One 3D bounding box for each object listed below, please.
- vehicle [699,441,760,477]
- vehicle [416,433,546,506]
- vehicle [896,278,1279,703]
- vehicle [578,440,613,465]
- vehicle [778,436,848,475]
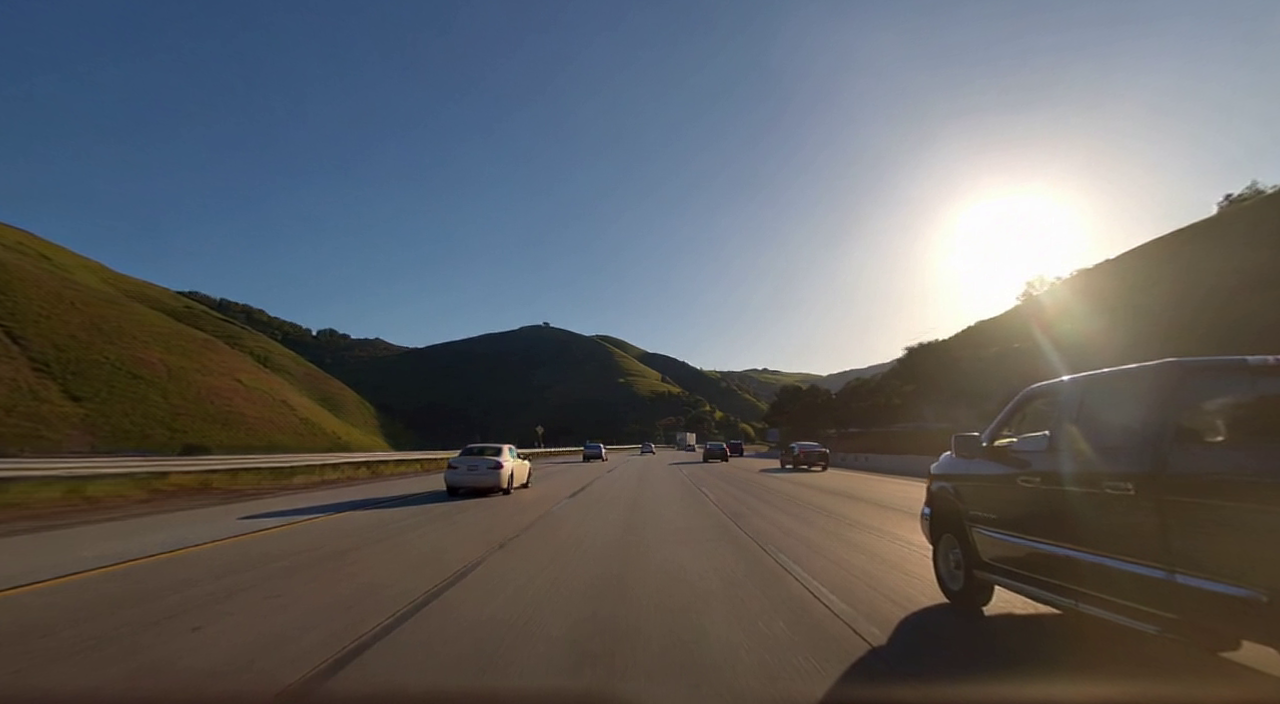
[{"bbox_3d":[3.949,4.782,28.553,2.046,1.471,4.333,0,-8,-1],"label":"vehicle"},{"bbox_3d":[-3.932,2.991,16.540,2.113,1.636,4.494,-1,-8,2],"label":"vehicle"},{"bbox_3d":[3.401,0.823,3.147,2.098,1.925,5.171,0,-8,1],"label":"vehicle"},{"bbox_3d":[-3.065,7.030,44.337,2.021,1.679,4.310,-1,-8,2],"label":"vehicle"},{"bbox_3d":[7.873,4.744,29.123,1.986,1.633,4.430,0,-8,0],"label":"vehicle"}]
